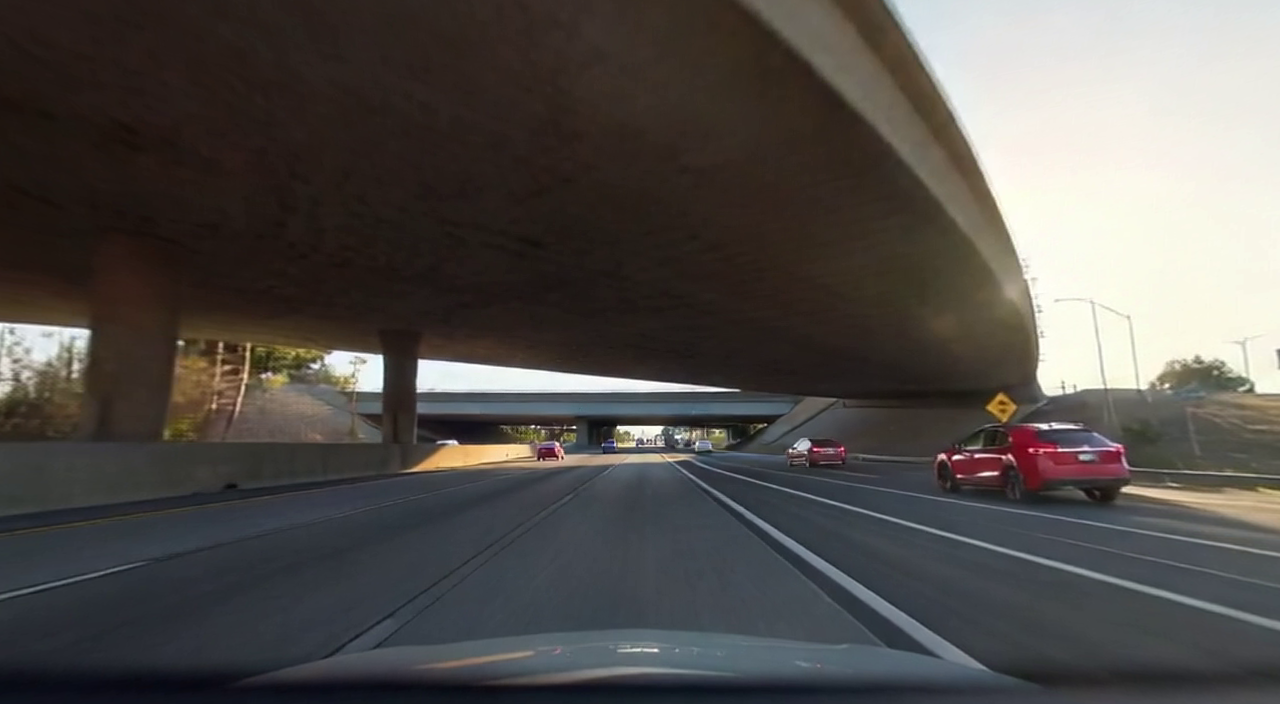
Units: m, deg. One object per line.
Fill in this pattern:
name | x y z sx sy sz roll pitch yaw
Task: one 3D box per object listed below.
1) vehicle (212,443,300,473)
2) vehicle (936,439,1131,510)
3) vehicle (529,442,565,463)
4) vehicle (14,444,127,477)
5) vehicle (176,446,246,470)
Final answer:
vehicle | -21.477 5.928 35.518 1.991 1.538 4.561 0 -8 1
vehicle | 9.488 2.953 15.732 2.000 1.515 4.188 0 -8 -3
vehicle | -7.062 7.677 48.316 1.987 1.486 4.174 0 -8 1
vehicle | -36.047 6.853 40.181 2.029 1.911 5.328 -1 -8 3
vehicle | -31.933 7.869 47.143 1.884 1.678 4.414 -1 -8 4
